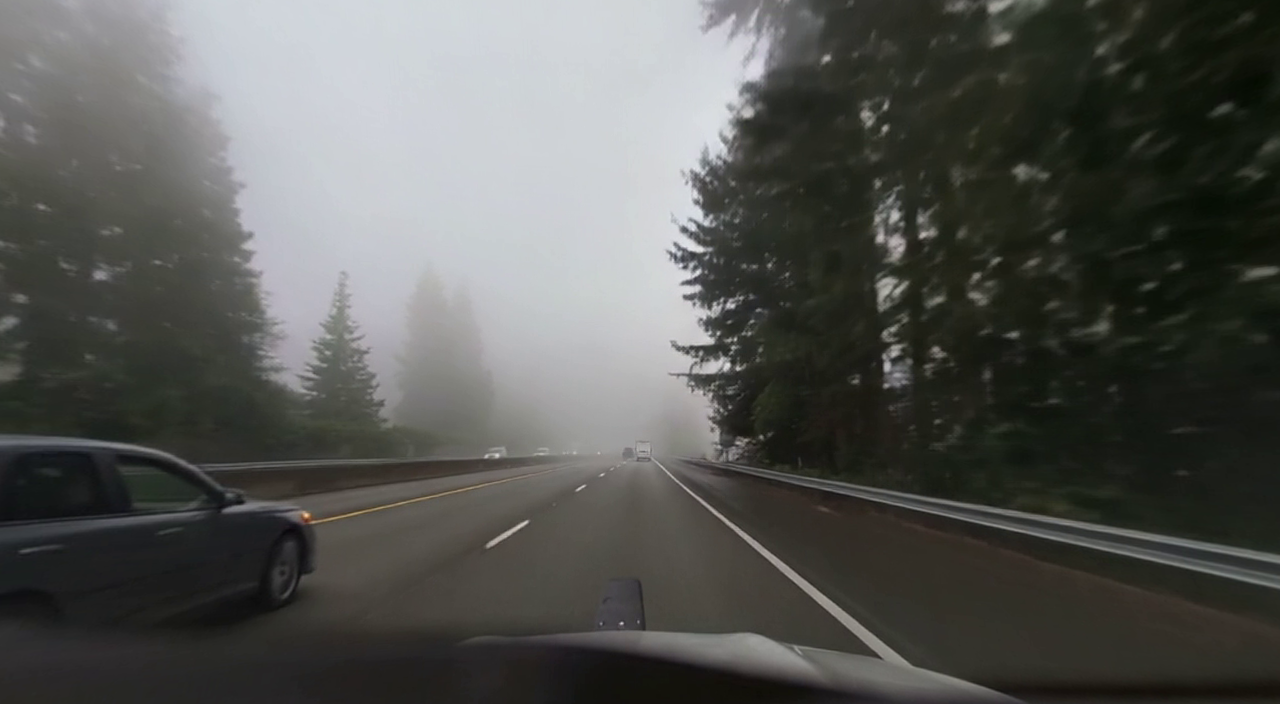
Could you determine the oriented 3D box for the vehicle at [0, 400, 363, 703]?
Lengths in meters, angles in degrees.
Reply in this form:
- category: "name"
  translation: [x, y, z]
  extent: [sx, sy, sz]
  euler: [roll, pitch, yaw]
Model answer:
- category: "vehicle"
  translation: [-3.460, 1.068, 3.184]
  extent: [1.969, 1.505, 4.636]
  euler: [0, -9, 1]
